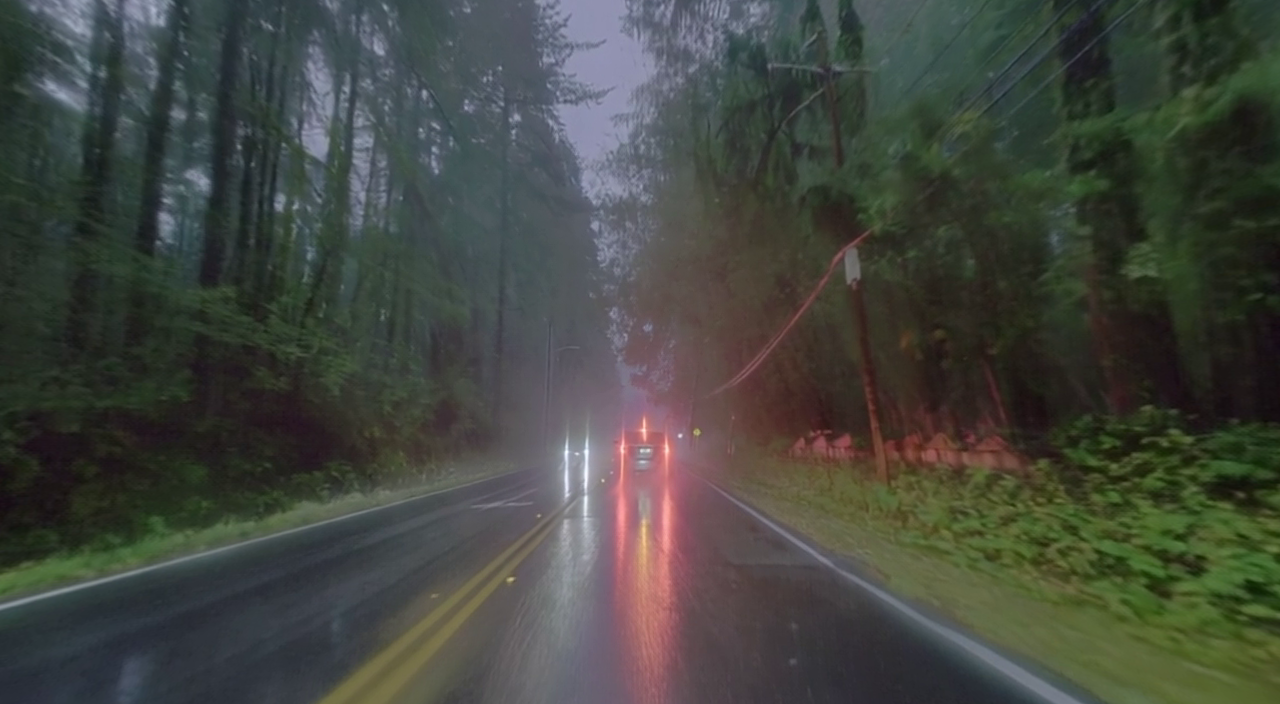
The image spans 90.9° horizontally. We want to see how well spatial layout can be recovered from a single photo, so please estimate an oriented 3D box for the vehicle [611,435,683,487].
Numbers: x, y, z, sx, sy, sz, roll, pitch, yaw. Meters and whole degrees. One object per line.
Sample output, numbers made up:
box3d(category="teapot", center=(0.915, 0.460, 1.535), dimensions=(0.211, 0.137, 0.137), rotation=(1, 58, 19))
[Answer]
box3d(category="vehicle", center=(0.178, 3.429, 20.132), dimensions=(2.081, 1.503, 3.726), rotation=(0, -8, -1))
